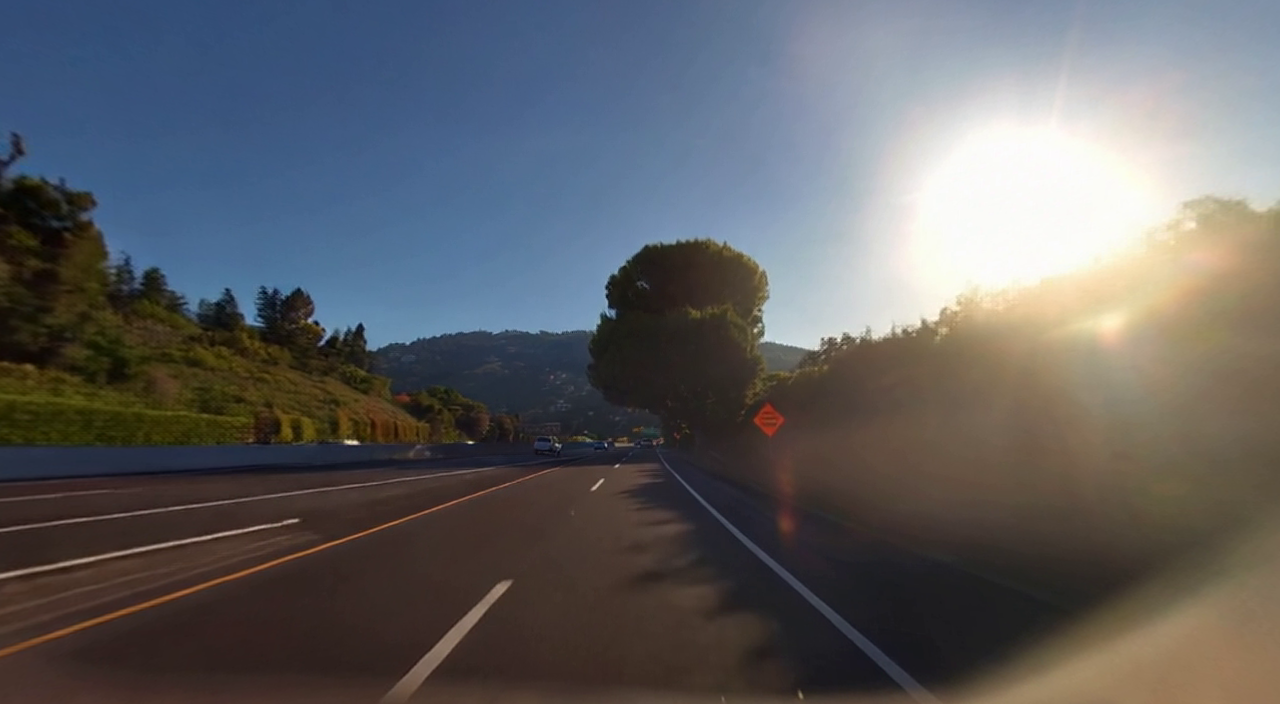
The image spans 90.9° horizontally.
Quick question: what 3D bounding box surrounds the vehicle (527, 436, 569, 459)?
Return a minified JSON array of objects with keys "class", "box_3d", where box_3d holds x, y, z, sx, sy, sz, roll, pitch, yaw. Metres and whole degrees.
[{"class":"vehicle","box_3d":[-6.758,7.037,46.700,2.141,1.612,3.998,-1,-8,6]}]
